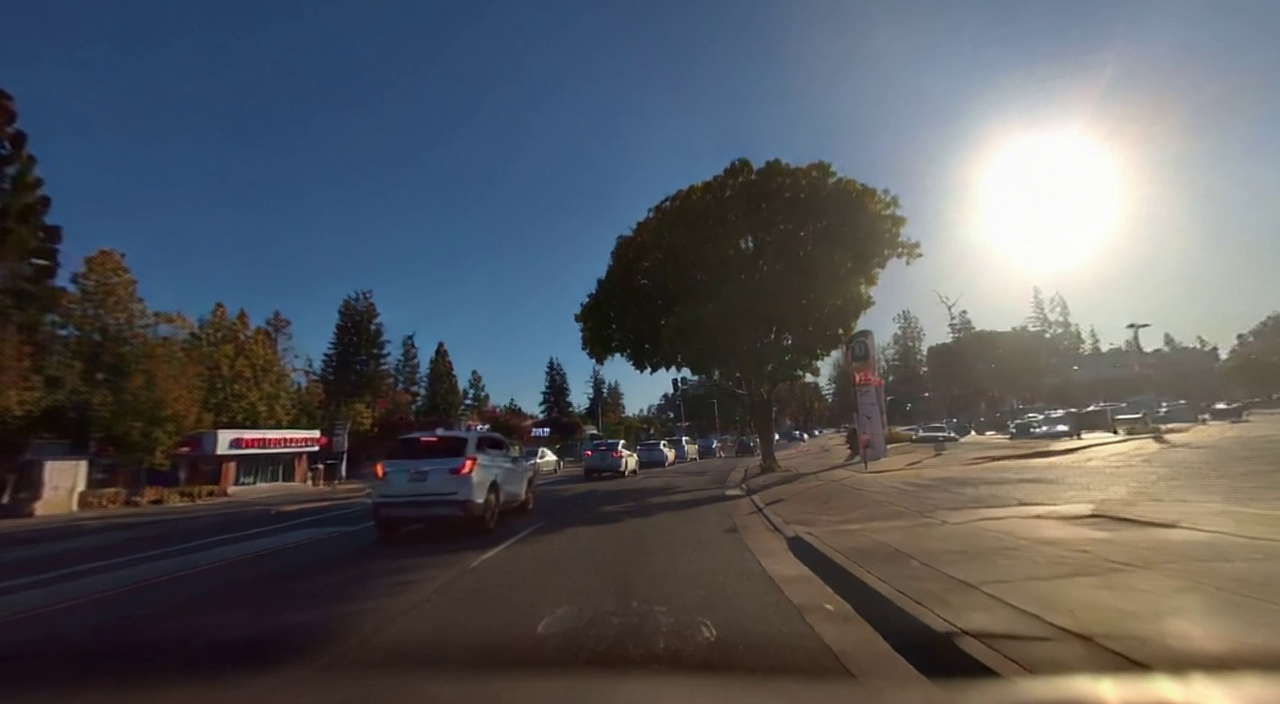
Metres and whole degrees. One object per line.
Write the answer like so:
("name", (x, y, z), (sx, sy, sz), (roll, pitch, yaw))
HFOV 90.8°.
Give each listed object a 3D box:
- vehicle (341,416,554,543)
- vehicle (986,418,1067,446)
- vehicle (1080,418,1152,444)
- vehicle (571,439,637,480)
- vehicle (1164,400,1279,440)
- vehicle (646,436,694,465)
("vehicle", (-3.235, 2.258, 11.841), (2.168, 1.783, 4.695), (-4, -9, 5))
("vehicle", (26.047, 5.434, 42.566), (4.982, 1.789, 2.303), (4, -10, -28))
("vehicle", (29.071, 4.854, 38.530), (4.106, 1.450, 1.901), (5, -10, -29))
("vehicle", (-1.506, 4.730, 28.163), (2.002, 1.664, 4.113), (-2, -9, 10))
("vehicle", (28.841, 3.342, 30.594), (1.910, 1.652, 4.755), (3, -10, -30))
("vehicle", (2.084, 6.605, 42.556), (2.167, 1.832, 4.679), (-2, -9, 16))
